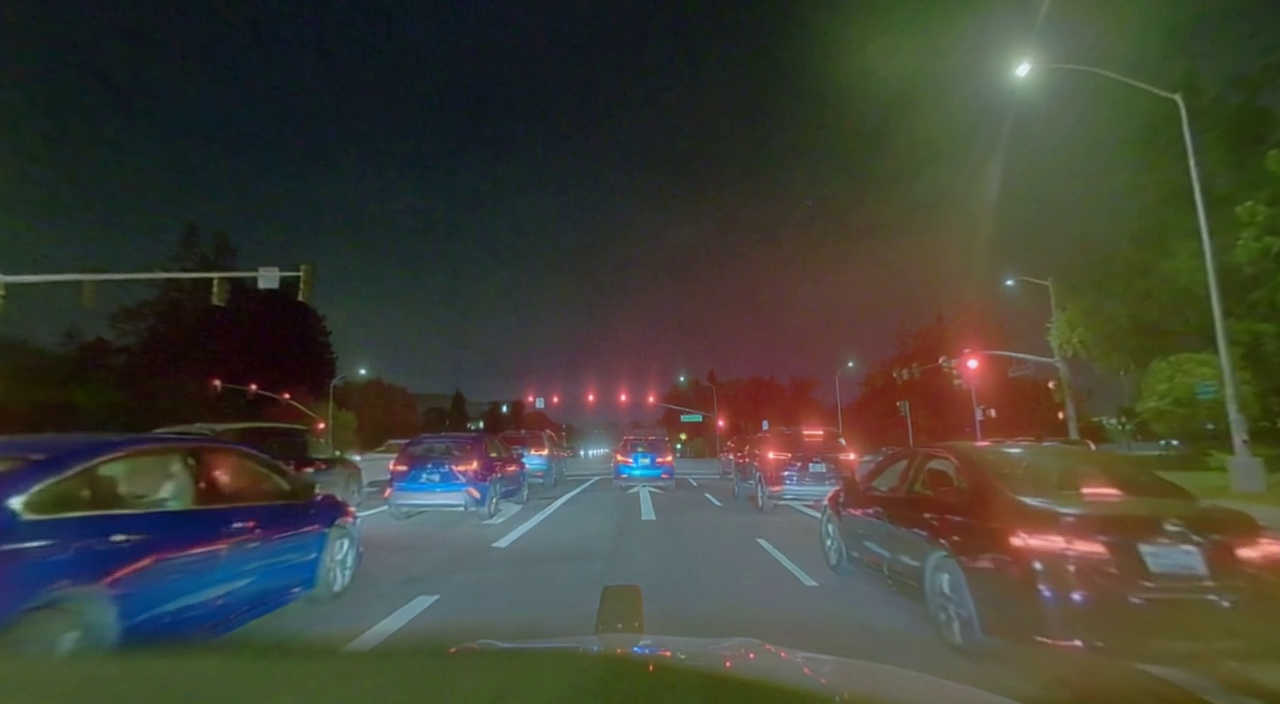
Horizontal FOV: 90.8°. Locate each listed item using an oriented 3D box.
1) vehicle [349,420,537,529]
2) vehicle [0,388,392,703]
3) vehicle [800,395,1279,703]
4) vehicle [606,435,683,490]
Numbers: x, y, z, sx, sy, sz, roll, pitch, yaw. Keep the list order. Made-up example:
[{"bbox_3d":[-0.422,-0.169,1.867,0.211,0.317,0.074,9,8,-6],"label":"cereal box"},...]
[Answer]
[{"bbox_3d":[-3.384,2.212,11.967,2.034,1.655,4.465,0,-9,1],"label":"vehicle"},{"bbox_3d":[-3.259,1.034,3.232,2.139,1.478,4.510,0,-9,0],"label":"vehicle"},{"bbox_3d":[2.822,1.256,4.871,2.002,1.474,4.528,0,-9,0],"label":"vehicle"},{"bbox_3d":[0.081,3.330,19.315,2.114,1.482,4.056,0,-9,-1],"label":"vehicle"}]
